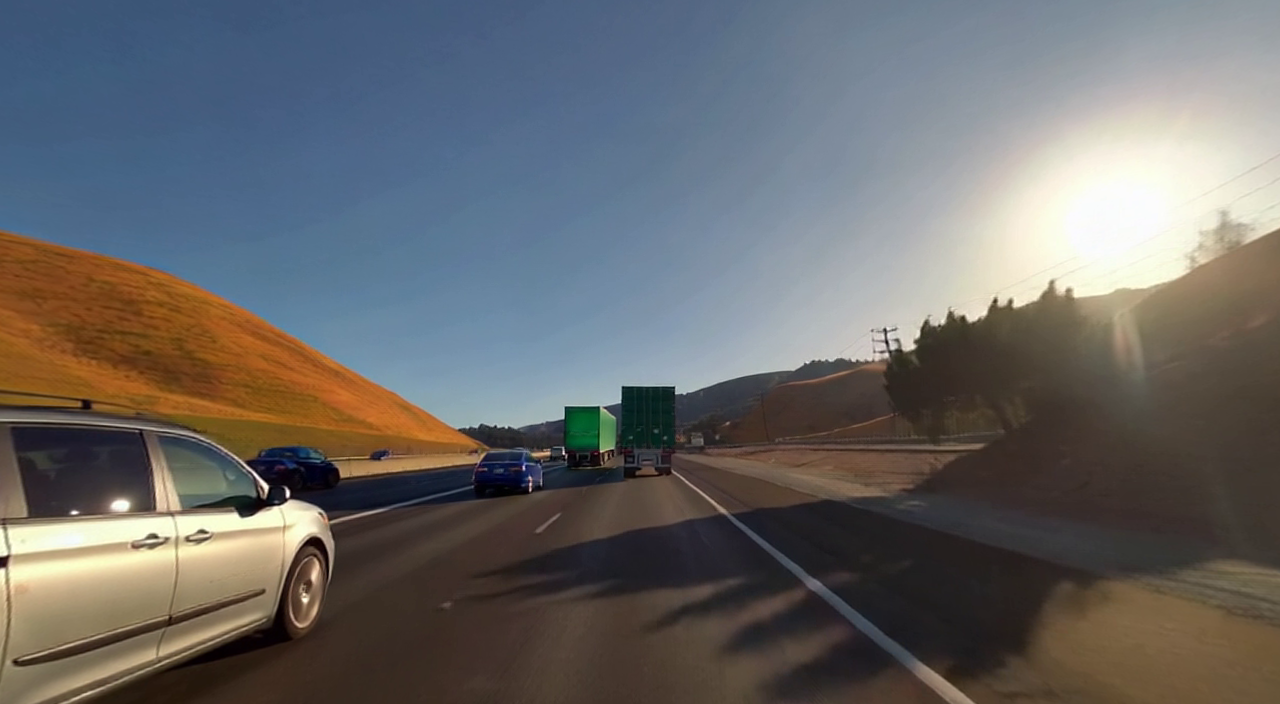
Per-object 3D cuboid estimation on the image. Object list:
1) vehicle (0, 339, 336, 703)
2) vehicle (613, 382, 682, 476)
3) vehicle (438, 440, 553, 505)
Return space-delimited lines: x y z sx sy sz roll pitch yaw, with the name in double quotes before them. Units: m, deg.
"vehicle" -3.835 0.908 3.186 2.136 1.779 4.875 0 -8 0
"vehicle" 0.447 4.054 32.259 2.913 3.988 10.874 0 -8 1
"vehicle" -3.542 3.026 16.355 1.950 1.446 4.224 0 -8 0
